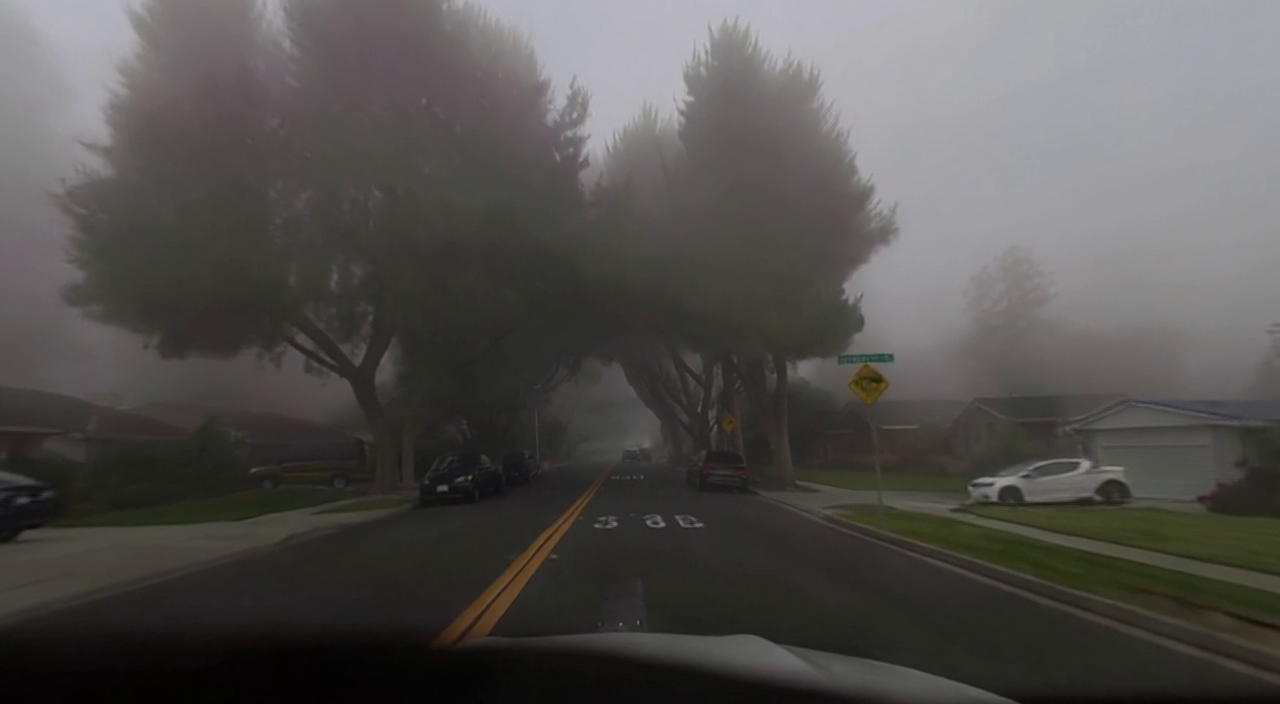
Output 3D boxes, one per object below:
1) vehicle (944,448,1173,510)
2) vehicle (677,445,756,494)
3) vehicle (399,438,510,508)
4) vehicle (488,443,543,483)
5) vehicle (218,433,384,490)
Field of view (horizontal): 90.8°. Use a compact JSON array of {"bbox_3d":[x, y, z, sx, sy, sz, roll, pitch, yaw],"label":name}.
[{"bbox_3d":[10.722,3.250,16.441,4.628,1.403,1.926,0,-9,-3],"label":"vehicle"},{"bbox_3d":[2.549,4.047,22.209,2.047,1.532,4.350,0,-9,-3],"label":"vehicle"},{"bbox_3d":[-5.898,3.842,20.848,2.155,1.907,5.100,-2,-7,0],"label":"vehicle"},{"bbox_3d":[-6.449,5.842,33.187,2.027,1.803,4.306,-4,-10,-1],"label":"vehicle"},{"bbox_3d":[-13.230,4.298,24.945,5.234,2.076,2.197,0,-9,1],"label":"vehicle"}]
